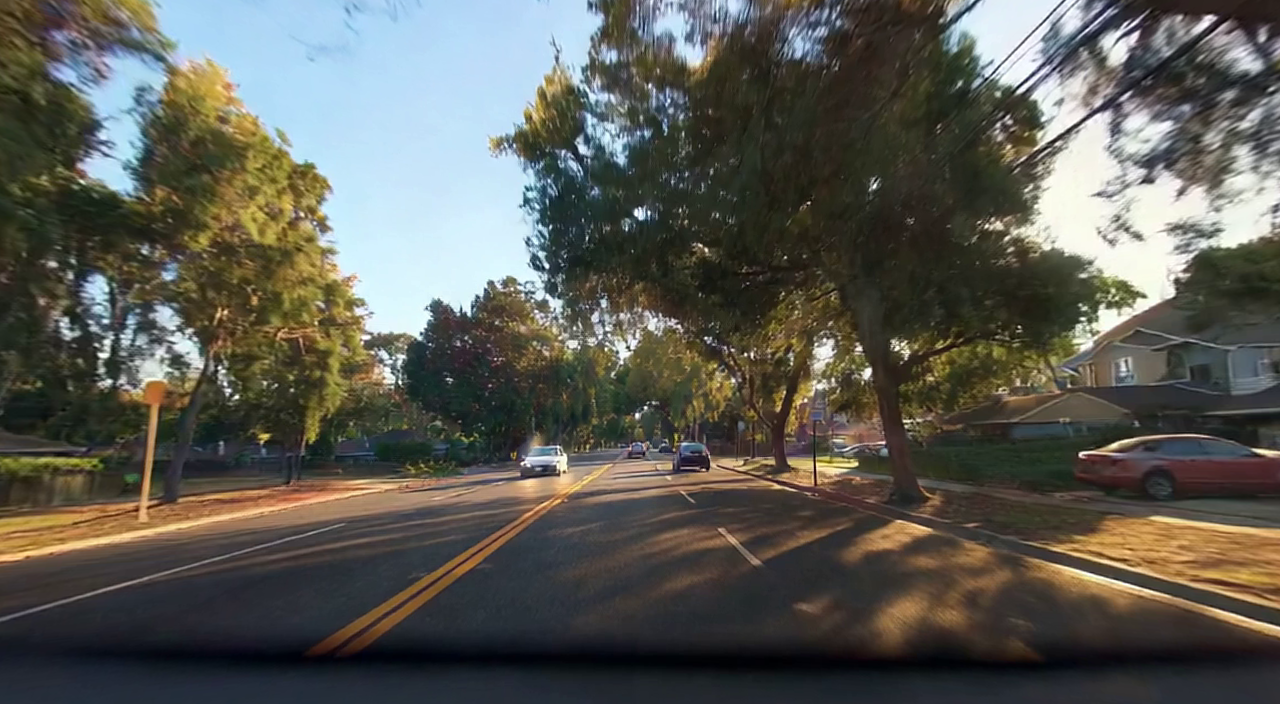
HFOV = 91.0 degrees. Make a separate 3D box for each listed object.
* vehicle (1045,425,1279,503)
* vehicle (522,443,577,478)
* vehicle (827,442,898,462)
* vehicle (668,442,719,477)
[{"bbox_3d":[11.638,2.299,13.134,4.870,1.480,2.070,0,-8,2],"label":"vehicle"},{"bbox_3d":[-4.155,5.031,29.392,1.959,1.494,3.875,0,-8,0],"label":"vehicle"},{"bbox_3d":[16.727,7.553,47.456,4.672,1.463,1.863,0,-8,0],"label":"vehicle"},{"bbox_3d":[2.362,4.854,28.717,1.975,1.497,3.647,0,-8,-1],"label":"vehicle"}]
